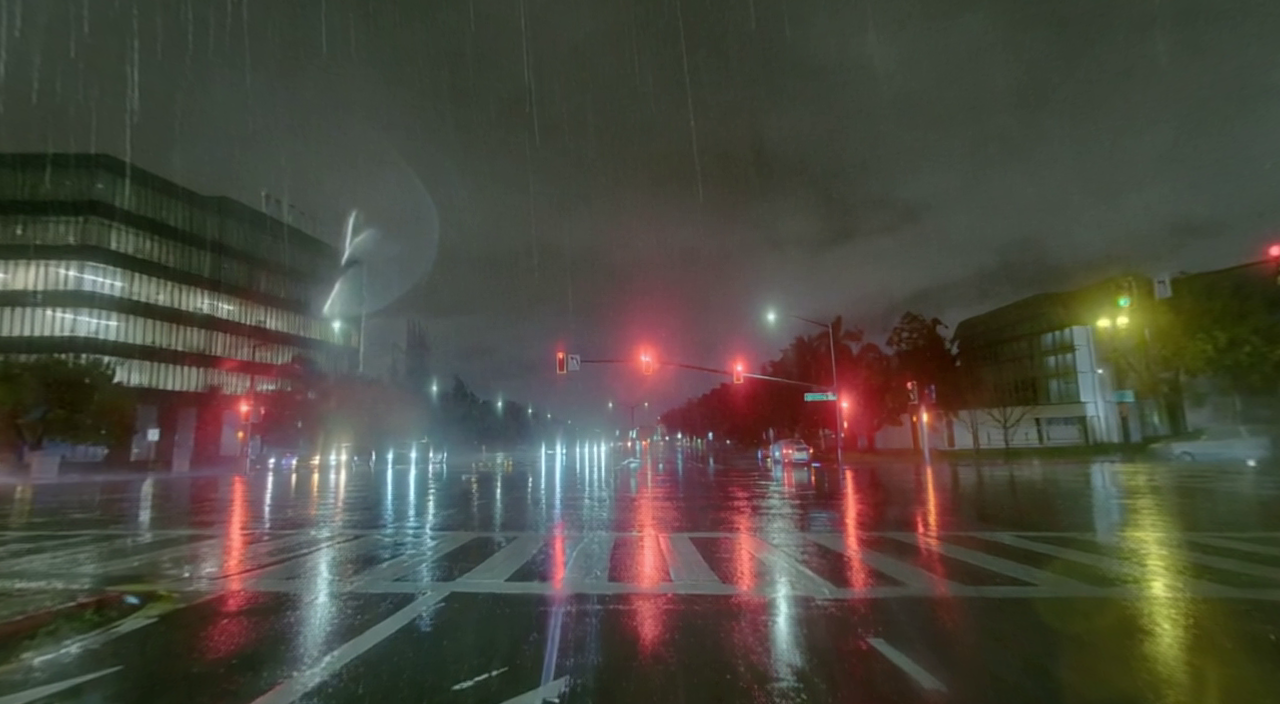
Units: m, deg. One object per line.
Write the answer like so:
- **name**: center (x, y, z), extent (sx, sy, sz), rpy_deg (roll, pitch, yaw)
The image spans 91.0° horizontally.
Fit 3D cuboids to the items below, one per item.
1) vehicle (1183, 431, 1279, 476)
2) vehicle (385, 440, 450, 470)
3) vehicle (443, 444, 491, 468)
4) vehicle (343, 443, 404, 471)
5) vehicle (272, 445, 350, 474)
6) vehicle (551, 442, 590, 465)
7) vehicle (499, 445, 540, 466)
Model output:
- **vehicle**: center (22.320, 3.573, 22.253), extent (4.474, 1.477, 1.908), rpy_deg (0, -9, -3)
- **vehicle**: center (-15.138, 7.027, 43.172), extent (2.340, 1.946, 5.450), rpy_deg (0, -9, 2)
- **vehicle**: center (-11.641, 7.037, 42.727), extent (1.911, 1.476, 4.297), rpy_deg (-1, -9, 2)
- **vehicle**: center (-18.545, 7.322, 43.998), extent (2.237, 1.801, 4.541), rpy_deg (0, -9, 1)
- **vehicle**: center (-21.868, 7.138, 42.136), extent (2.032, 1.839, 4.884), rpy_deg (-2, -9, 9)
- **vehicle**: center (-4.530, 6.690, 41.685), extent (1.954, 1.431, 4.050), rpy_deg (-1, -9, 2)
- **vehicle**: center (-8.095, 6.986, 42.625), extent (1.910, 1.321, 3.692), rpy_deg (0, -9, 2)
